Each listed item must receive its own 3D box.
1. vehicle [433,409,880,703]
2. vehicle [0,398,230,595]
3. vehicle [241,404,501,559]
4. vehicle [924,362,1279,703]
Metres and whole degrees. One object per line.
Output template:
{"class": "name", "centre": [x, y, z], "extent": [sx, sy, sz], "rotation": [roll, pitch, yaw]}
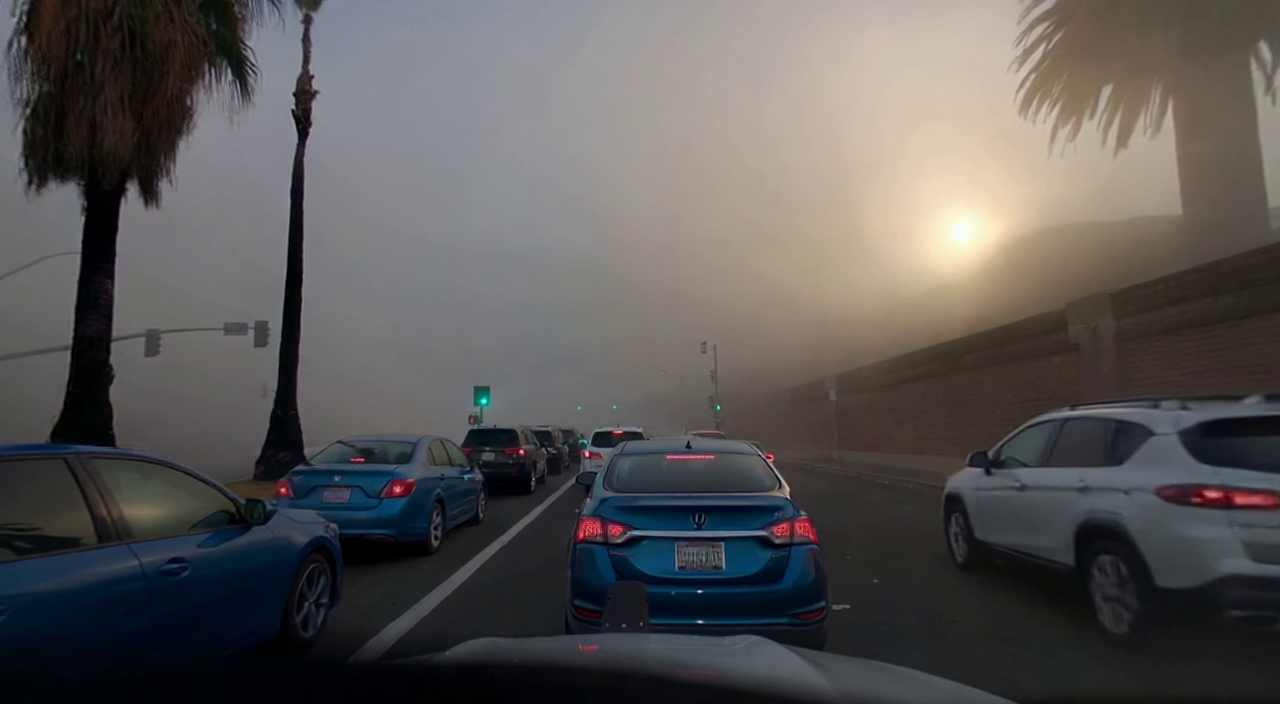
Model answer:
{"class": "vehicle", "centre": [0.045, 1.335, 5.196], "extent": [2.128, 1.473, 4.272], "rotation": [0, -8, -1]}
{"class": "vehicle", "centre": [-6.675, 1.404, 6.386], "extent": [1.963, 1.721, 4.662], "rotation": [0, -8, -2]}
{"class": "vehicle", "centre": [-3.519, 1.773, 9.270], "extent": [2.055, 1.746, 4.136], "rotation": [0, -8, -2]}
{"class": "vehicle", "centre": [3.930, 1.201, 4.857], "extent": [2.112, 1.717, 4.432], "rotation": [-2, -9, 11]}
